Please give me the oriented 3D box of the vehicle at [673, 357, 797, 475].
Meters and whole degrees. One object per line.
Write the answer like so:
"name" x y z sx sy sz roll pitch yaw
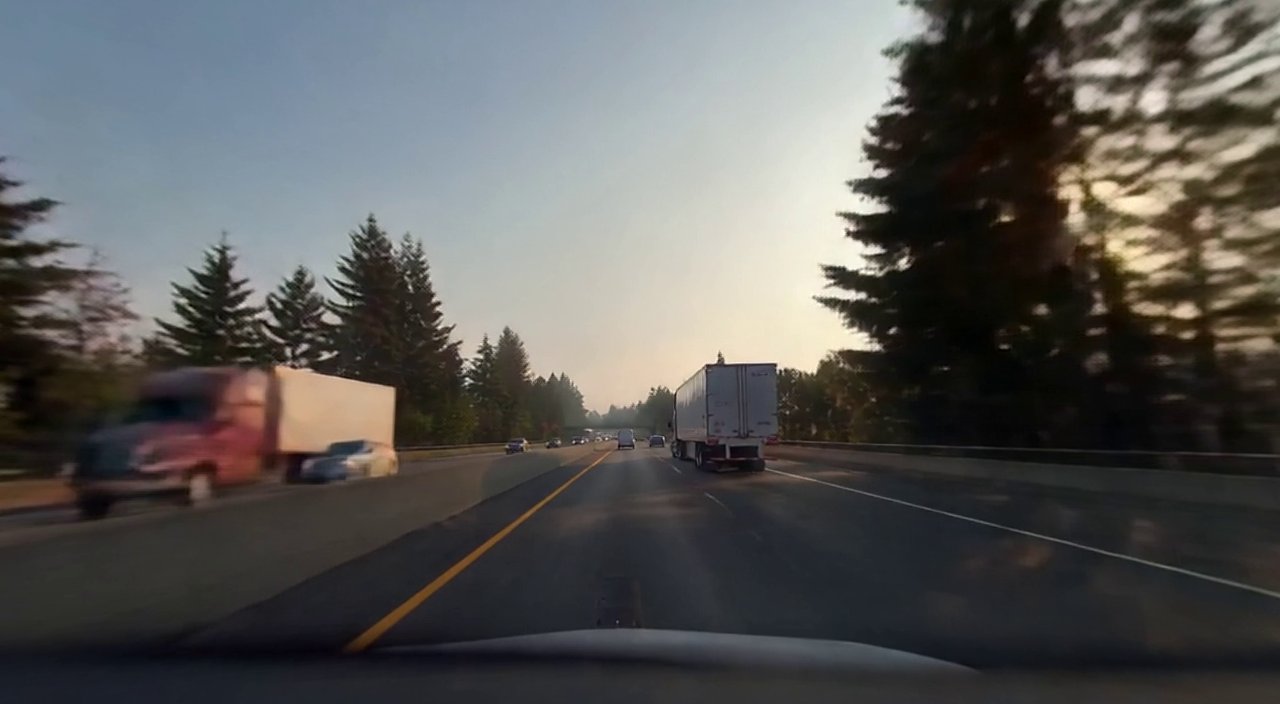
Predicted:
"vehicle" 3.560 3.070 28.205 3.038 3.975 13.887 0 -8 -1

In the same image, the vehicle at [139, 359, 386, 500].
"vehicle" -12.849 2.883 23.179 2.952 4.048 10.005 0 -8 -1
